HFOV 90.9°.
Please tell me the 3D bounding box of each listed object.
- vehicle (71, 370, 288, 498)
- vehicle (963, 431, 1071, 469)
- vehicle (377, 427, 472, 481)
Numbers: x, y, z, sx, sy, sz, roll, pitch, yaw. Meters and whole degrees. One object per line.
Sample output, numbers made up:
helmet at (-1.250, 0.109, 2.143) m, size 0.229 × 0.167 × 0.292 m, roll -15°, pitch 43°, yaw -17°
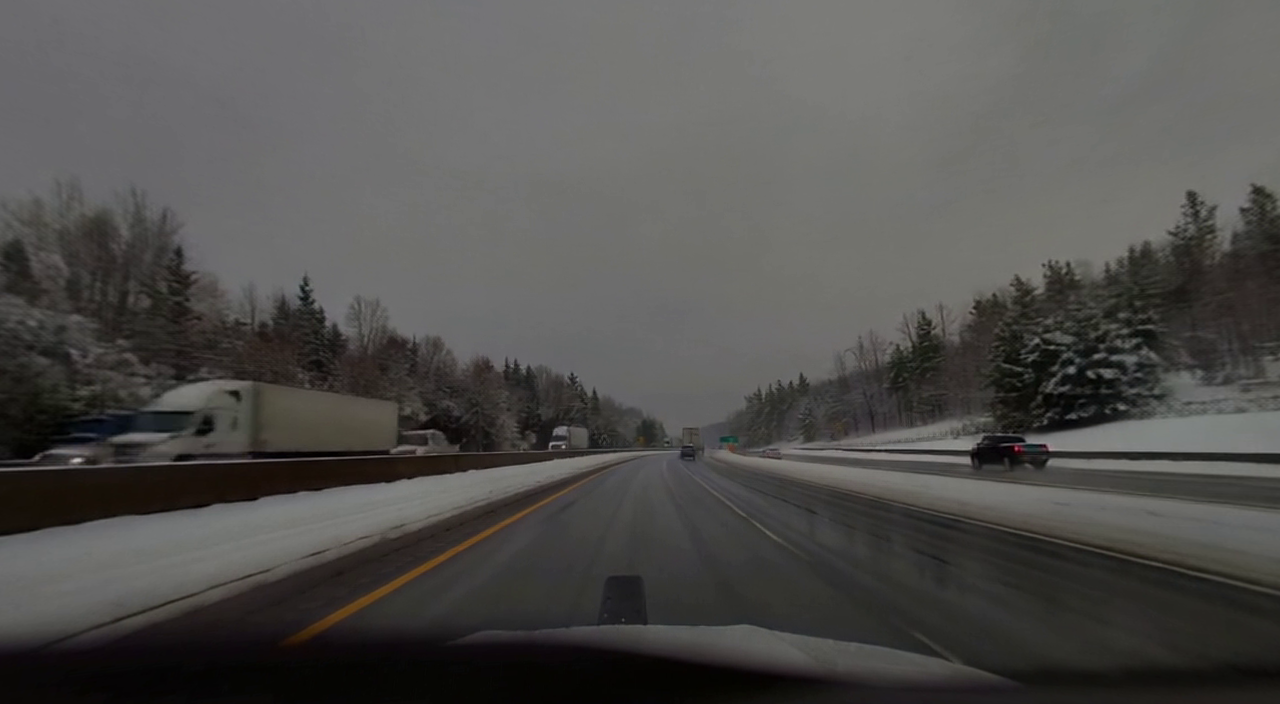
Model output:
vehicle at (-16.052, 3.001, 22.690) m, size 3.020 × 3.974 × 5.799 m, roll -1°, pitch -9°, yaw 3°
vehicle at (18.770, 4.922, 31.628) m, size 2.061 × 1.776 × 4.476 m, roll 2°, pitch -9°, yaw -11°
vehicle at (-10.956, 5.270, 32.756) m, size 2.432 × 2.513 × 6.181 m, roll -1°, pitch -9°, yaw 3°
